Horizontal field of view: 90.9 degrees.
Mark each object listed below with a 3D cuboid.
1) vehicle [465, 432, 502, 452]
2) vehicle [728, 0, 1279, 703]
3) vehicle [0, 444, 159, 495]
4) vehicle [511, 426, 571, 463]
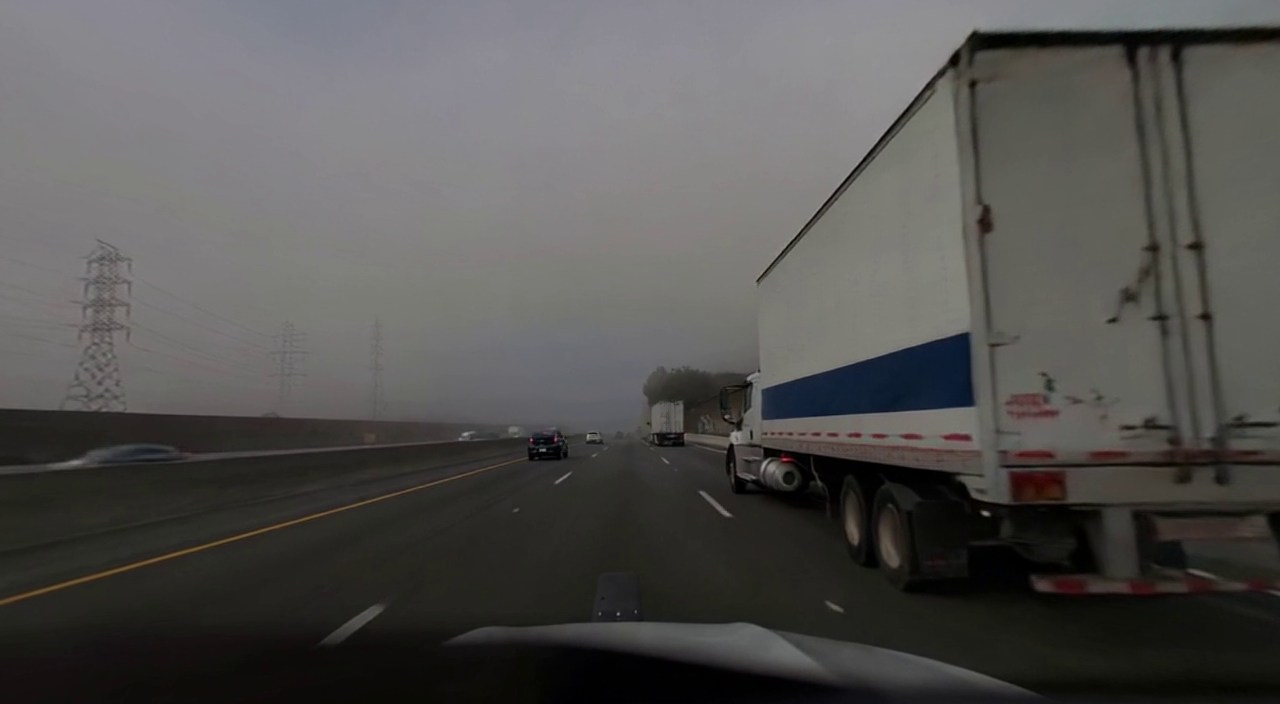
[{"bbox_3d":[-12.294,7.081,49.705,1.879,1.472,4.325,0,-7,-1],"label":"vehicle"},{"bbox_3d":[3.658,0.335,8.412,3.060,3.842,11.095,0,-8,-2],"label":"vehicle"},{"bbox_3d":[-18.878,3.875,21.246,1.806,1.454,4.468,0,-7,-1],"label":"vehicle"},{"bbox_3d":[-4.277,4.080,27.916,1.965,1.486,4.448,0,-7,0],"label":"vehicle"}]
